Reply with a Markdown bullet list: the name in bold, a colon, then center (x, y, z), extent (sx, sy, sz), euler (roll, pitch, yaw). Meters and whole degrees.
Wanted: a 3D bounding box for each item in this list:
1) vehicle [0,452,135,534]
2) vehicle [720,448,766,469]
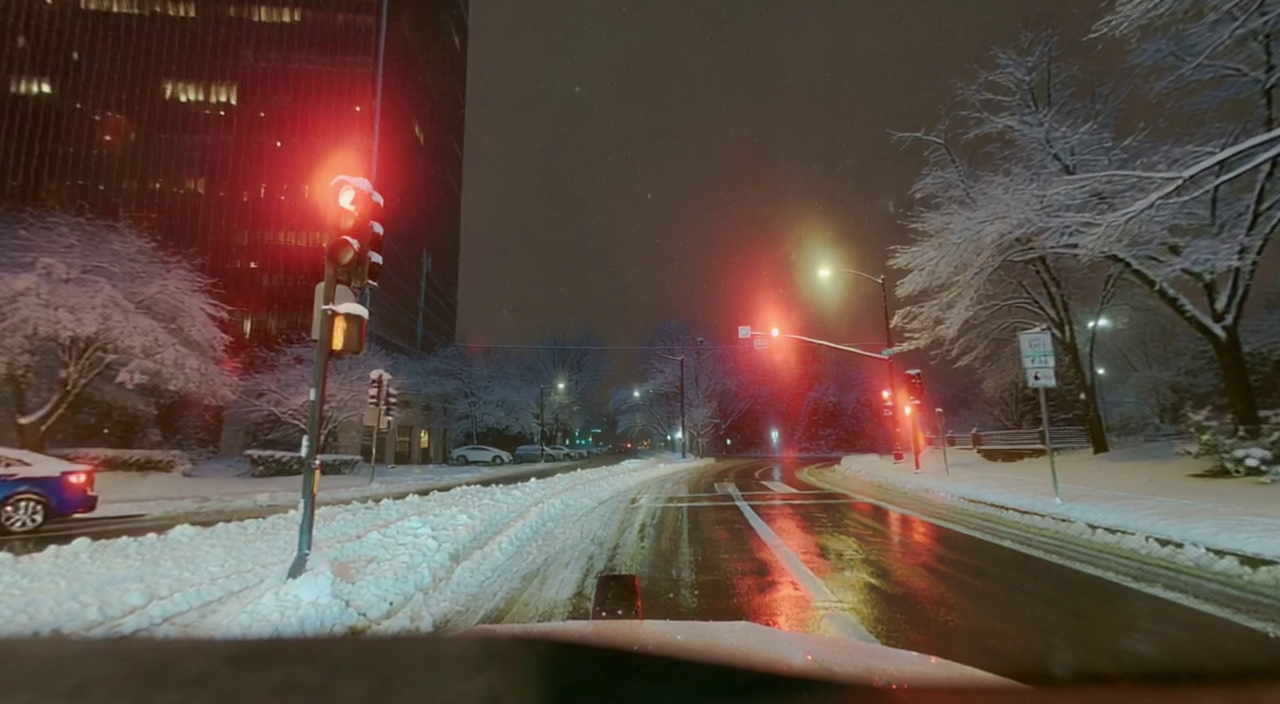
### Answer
- **vehicle**: center (-12.860, 2.715, 12.270), extent (4.598, 1.490, 1.816), euler (7, -11, -40)
- **vehicle**: center (7.857, 8.129, 48.414), extent (1.829, 1.440, 4.384), euler (2, -9, -14)
